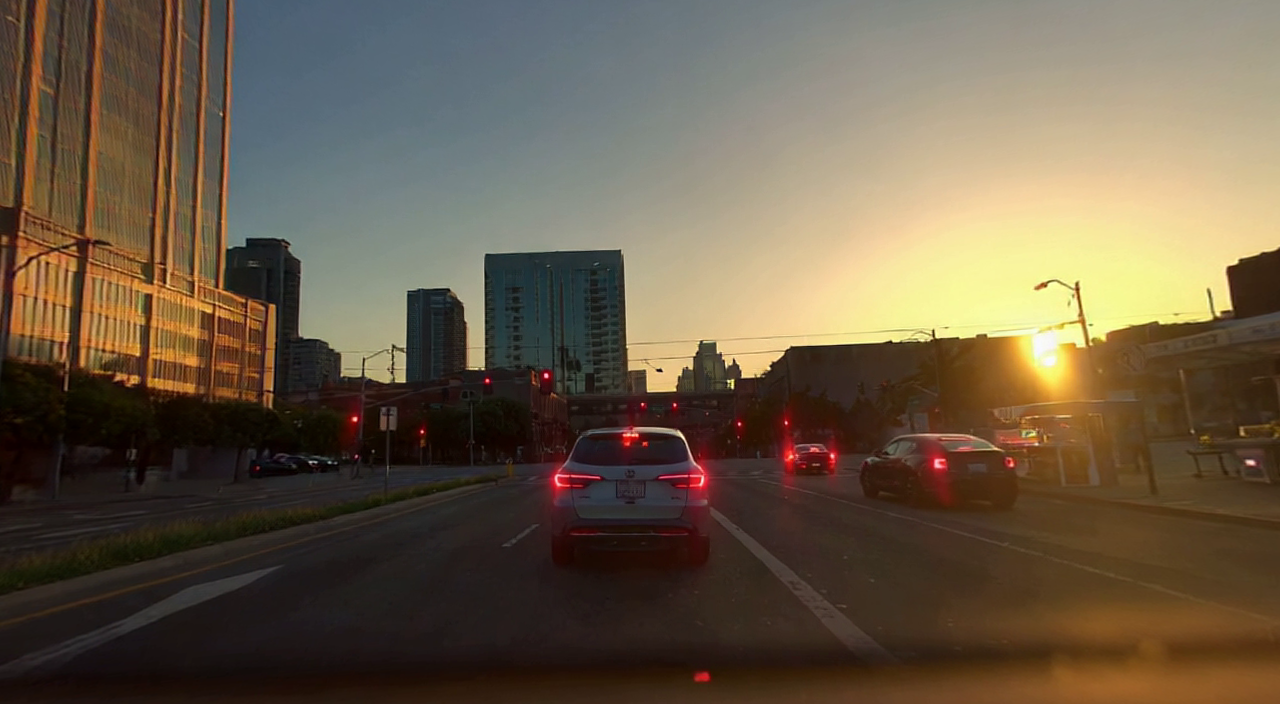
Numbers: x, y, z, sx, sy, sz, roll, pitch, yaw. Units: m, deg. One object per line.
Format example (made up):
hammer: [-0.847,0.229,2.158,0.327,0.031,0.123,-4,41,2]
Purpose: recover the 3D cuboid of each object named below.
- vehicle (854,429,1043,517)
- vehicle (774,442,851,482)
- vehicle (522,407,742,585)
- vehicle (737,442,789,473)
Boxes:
vehicle: [6.708,2.671,14.431,2.072,1.652,4.611,0,-8,1]
vehicle: [6.844,4.401,25.430,1.833,1.452,4.237,0,-8,-1]
vehicle: [-0.063,1.688,8.117,2.115,1.700,3.901,0,-8,1]
vehicle: [6.264,5.453,32.630,1.961,1.477,4.454,0,-8,2]
